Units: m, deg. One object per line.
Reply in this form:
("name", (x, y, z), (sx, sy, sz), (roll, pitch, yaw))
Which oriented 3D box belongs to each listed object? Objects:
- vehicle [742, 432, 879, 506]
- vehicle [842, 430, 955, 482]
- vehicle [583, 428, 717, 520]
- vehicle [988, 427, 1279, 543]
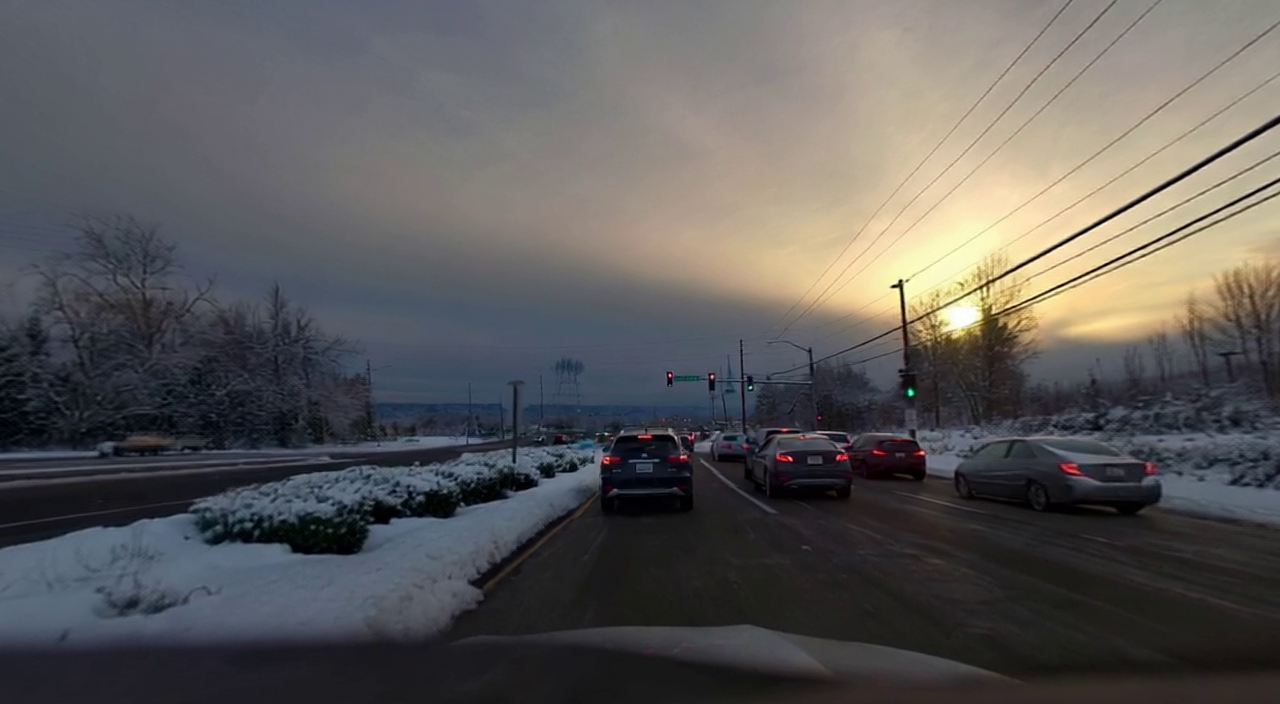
("vehicle", (3.804, 2.697, 14.985), (2.028, 1.454, 4.531), (0, -8, 1))
("vehicle", (8.608, 3.509, 21.516), (1.966, 1.536, 4.666), (0, -8, 1))
("vehicle", (0.184, 2.351, 12.703), (2.208, 1.498, 4.401), (0, -8, 1))
("vehicle", (7.945, 2.063, 10.460), (1.905, 1.483, 4.469), (-1, -8, 2))
